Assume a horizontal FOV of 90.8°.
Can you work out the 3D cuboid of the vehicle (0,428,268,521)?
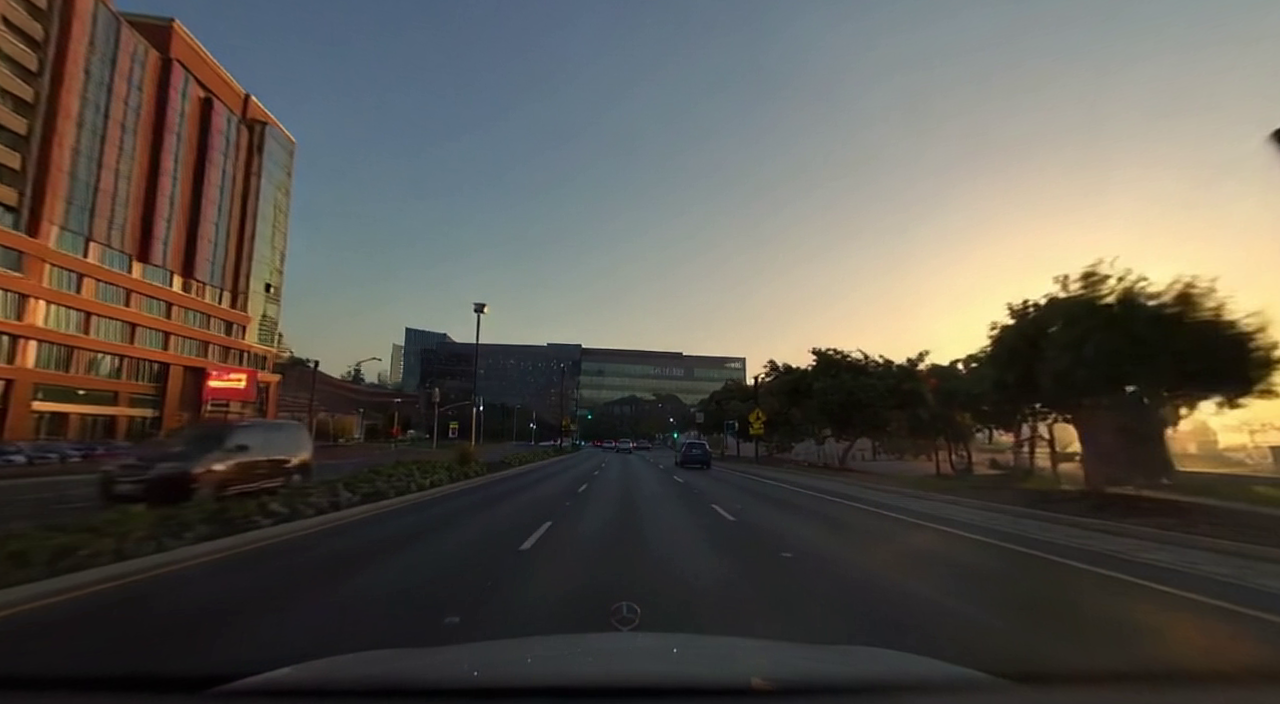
[{"bbox_3d":[-9.665,2.336,12.581,1.874,1.520,4.215,0,-8,1],"label":"vehicle"}]

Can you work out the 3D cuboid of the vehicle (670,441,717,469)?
[{"bbox_3d":[2.950,5.795,35.734,2.090,1.506,4.382,0,-8,-2],"label":"vehicle"}]
